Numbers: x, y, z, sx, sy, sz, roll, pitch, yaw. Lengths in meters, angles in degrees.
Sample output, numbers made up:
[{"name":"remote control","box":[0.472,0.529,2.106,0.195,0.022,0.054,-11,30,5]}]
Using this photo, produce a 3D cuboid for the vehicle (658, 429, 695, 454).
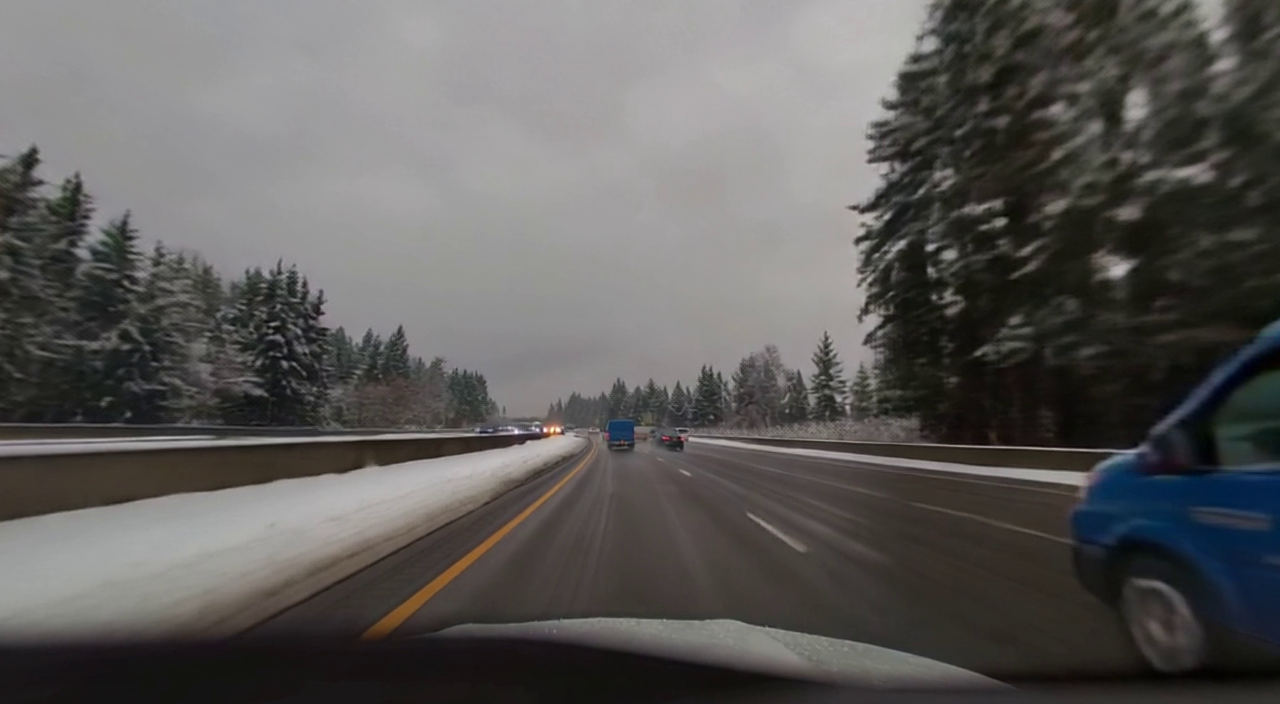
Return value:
[{"name":"vehicle","box":[2.397,6.032,42.399,1.996,1.589,3.715,0,-8,-4]}]

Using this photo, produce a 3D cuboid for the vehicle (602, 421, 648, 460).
[{"name":"vehicle","box":[-0.862,4.888,35.036,2.403,1.994,4.683,0,-8,-2]}]
